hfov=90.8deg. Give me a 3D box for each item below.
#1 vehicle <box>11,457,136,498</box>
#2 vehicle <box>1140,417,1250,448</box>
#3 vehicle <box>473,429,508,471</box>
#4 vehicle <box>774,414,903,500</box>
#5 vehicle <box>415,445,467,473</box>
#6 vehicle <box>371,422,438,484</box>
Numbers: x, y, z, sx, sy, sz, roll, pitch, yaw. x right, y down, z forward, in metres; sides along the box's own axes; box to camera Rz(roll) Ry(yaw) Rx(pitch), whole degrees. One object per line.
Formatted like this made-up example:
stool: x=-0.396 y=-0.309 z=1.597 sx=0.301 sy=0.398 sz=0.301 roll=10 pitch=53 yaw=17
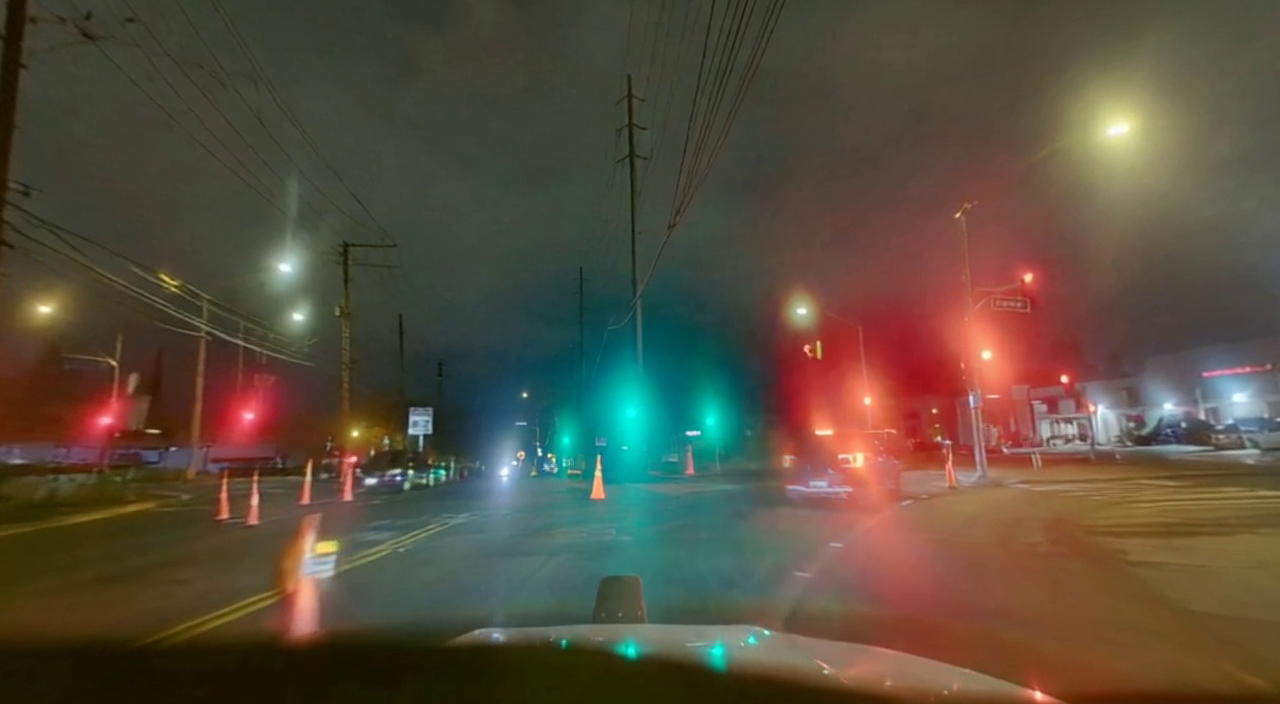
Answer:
vehicle: x=-23.226 y=5.124 z=26.144 sx=1.817 sy=1.456 sz=4.079 roll=1 pitch=-8 yaw=-9
vehicle: x=32.321 y=4.719 z=36.867 sx=1.937 sy=1.688 sz=4.382 roll=6 pitch=-10 yaw=-37
vehicle: x=-9.952 y=6.573 z=42.416 sx=1.959 sy=2.654 sz=4.078 roll=1 pitch=-8 yaw=-9
vehicle: x=5.352 y=2.672 z=16.504 sx=2.256 sy=1.859 sz=5.118 roll=-5 pitch=-9 yaw=27
vehicle: x=-13.039 y=7.016 z=41.678 sx=2.509 sy=1.731 sz=4.549 roll=1 pitch=-8 yaw=-8
vehicle: x=-11.252 y=4.831 z=30.371 sx=2.185 sy=2.644 sz=3.306 roll=-3 pitch=-8 yaw=-5
